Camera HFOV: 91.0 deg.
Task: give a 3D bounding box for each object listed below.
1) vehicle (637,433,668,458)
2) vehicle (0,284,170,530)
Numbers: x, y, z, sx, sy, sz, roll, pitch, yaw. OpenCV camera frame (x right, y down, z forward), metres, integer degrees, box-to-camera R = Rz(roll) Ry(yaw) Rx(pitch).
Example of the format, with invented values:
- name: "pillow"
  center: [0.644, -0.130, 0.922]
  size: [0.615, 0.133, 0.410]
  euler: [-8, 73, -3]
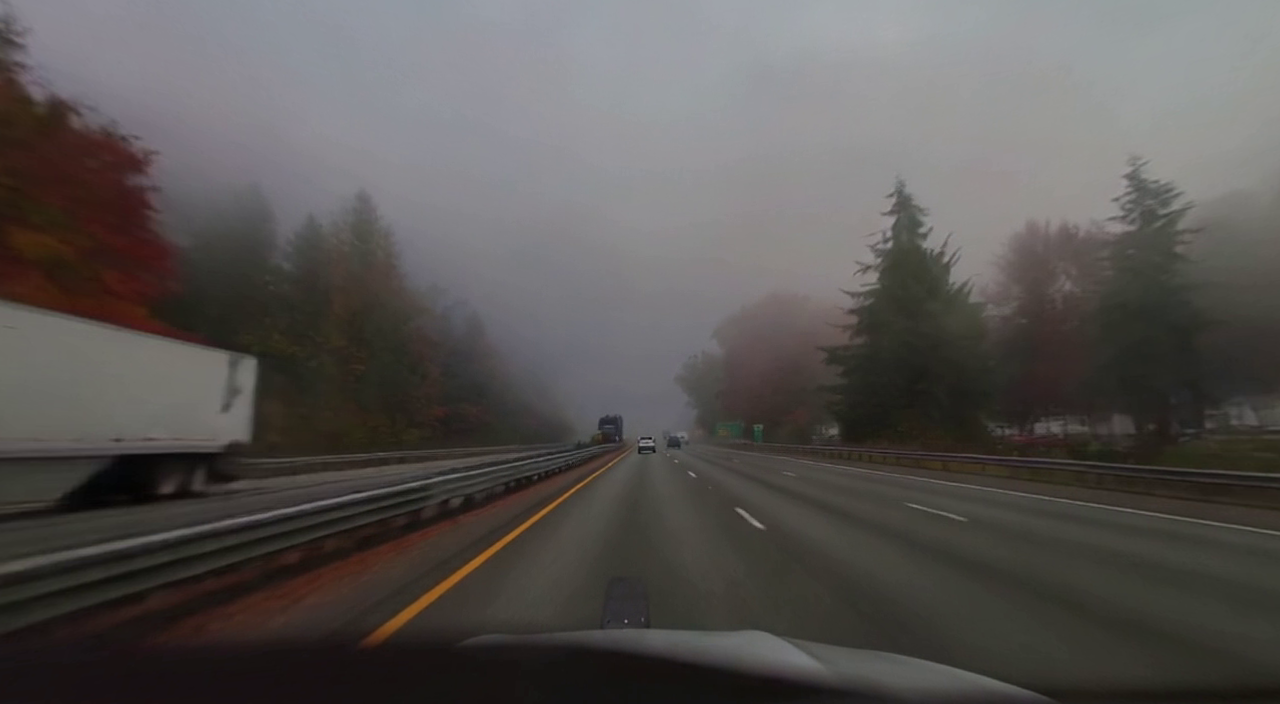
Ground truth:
- name: "vehicle"
  center: [0.781, 6.087, 40.926]
  size: [1.924, 1.498, 3.817]
  euler: [0, -8, 0]
- name: "vehicle"
  center: [-11.489, 0.552, 7.702]
  size: [2.835, 3.812, 10.934]
  euler: [0, -8, 1]
